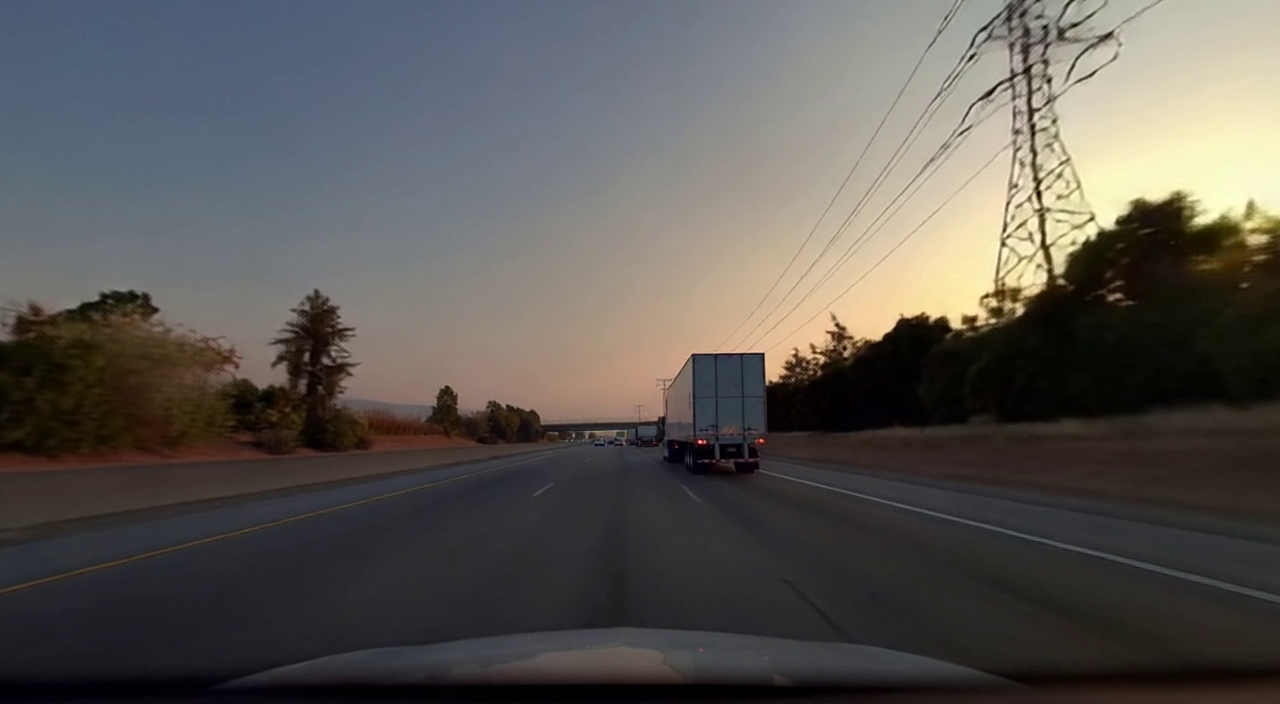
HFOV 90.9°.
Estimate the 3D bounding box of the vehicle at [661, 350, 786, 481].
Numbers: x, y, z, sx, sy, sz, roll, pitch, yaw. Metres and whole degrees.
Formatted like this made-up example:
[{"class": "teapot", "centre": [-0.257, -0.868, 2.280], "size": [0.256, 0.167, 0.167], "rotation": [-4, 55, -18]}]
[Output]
[{"class": "vehicle", "centre": [2.826, 2.909, 26.738], "size": [2.905, 4.080, 14.157], "rotation": [0, -8, -2]}]
